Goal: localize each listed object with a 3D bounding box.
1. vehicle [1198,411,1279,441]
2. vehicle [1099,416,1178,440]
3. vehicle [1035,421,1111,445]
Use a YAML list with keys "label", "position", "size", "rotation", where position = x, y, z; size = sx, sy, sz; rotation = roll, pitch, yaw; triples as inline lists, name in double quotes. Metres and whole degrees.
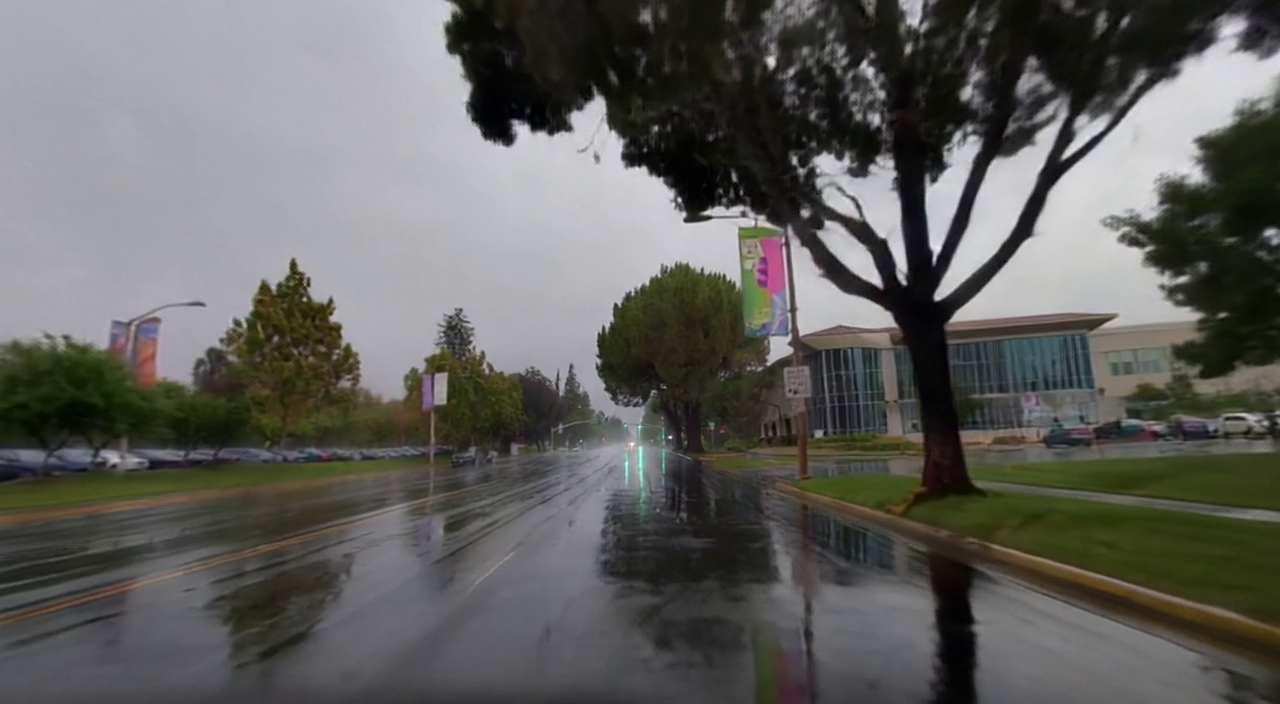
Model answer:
- label: "vehicle"
  position: [33.774, 4.166, 34.882]
  size: [1.866, 1.550, 3.927]
  rotation: [0, -8, 2]
- label: "vehicle"
  position: [33.541, 5.183, 42.371]
  size: [1.917, 1.469, 4.195]
  rotation: [0, -9, 1]
- label: "vehicle"
  position: [28.212, 5.341, 41.097]
  size: [1.895, 1.503, 4.234]
  rotation: [1, -9, 0]
